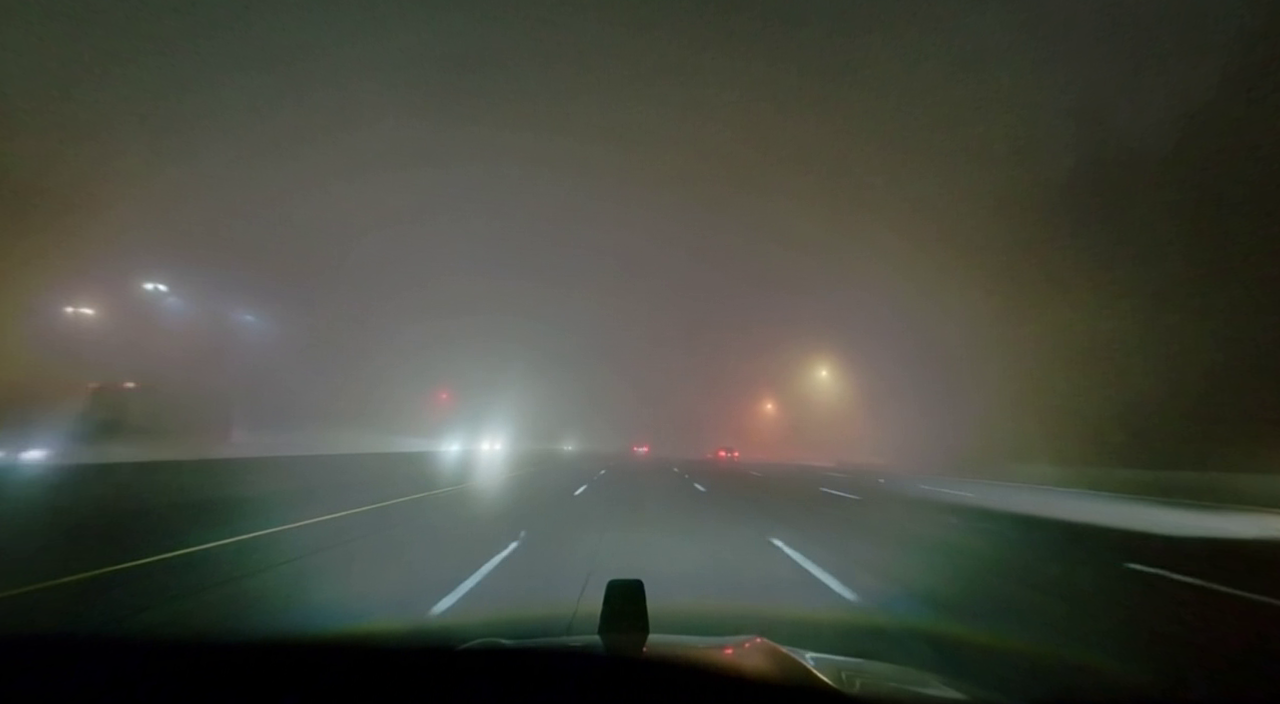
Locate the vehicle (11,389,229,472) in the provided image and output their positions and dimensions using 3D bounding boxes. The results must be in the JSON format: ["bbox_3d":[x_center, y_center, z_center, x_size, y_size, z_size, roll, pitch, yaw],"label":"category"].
[{"bbox_3d":[-25.208,4.008,31.531,2.936,3.514,9.249,0,-8,0],"label":"vehicle"}]
